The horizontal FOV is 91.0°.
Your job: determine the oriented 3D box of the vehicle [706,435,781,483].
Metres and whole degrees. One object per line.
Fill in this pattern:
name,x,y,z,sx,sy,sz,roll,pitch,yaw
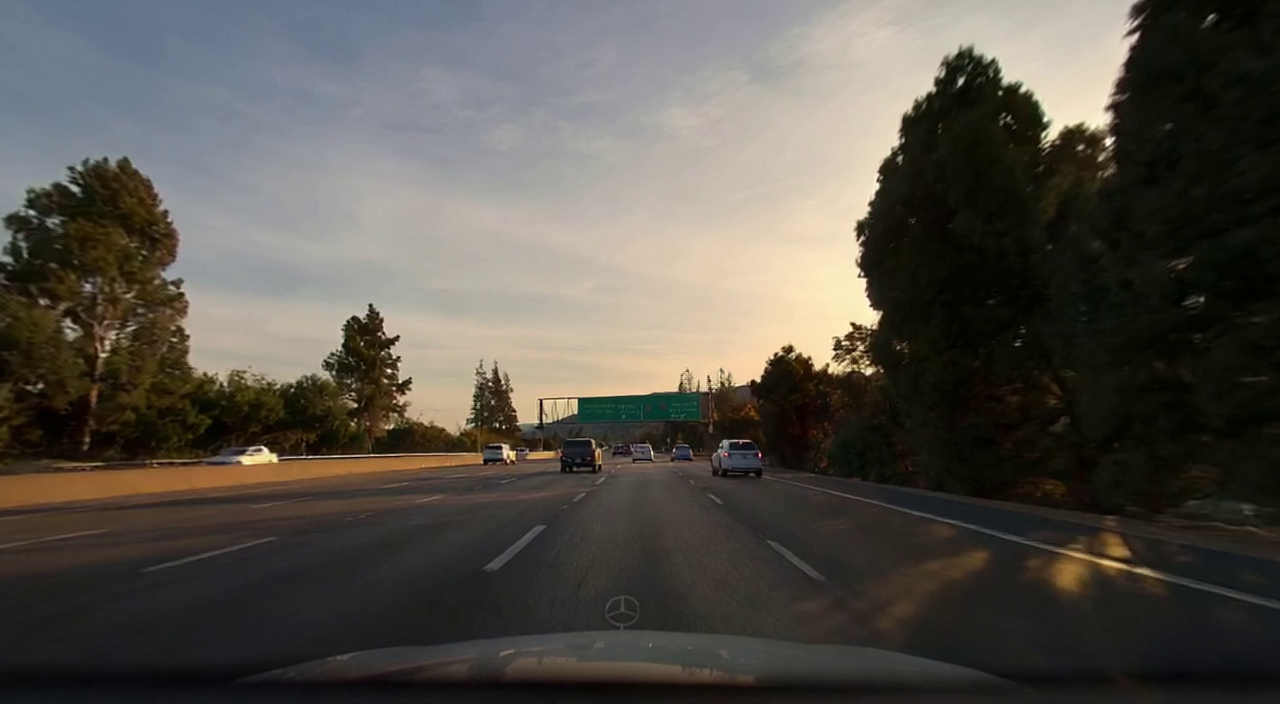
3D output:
vehicle,4.142,4.380,26.107,2.218,1.776,4.807,0,-9,0

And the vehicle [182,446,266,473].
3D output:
vehicle,-28.196,7.302,42.939,2.099,1.673,5.261,0,-9,1

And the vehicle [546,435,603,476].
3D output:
vehicle,-3.299,5.413,33.114,2.449,1.929,5.503,0,-9,-1

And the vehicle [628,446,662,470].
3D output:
vehicle,0.337,6.985,41.724,2.126,1.529,4.438,0,-9,1
